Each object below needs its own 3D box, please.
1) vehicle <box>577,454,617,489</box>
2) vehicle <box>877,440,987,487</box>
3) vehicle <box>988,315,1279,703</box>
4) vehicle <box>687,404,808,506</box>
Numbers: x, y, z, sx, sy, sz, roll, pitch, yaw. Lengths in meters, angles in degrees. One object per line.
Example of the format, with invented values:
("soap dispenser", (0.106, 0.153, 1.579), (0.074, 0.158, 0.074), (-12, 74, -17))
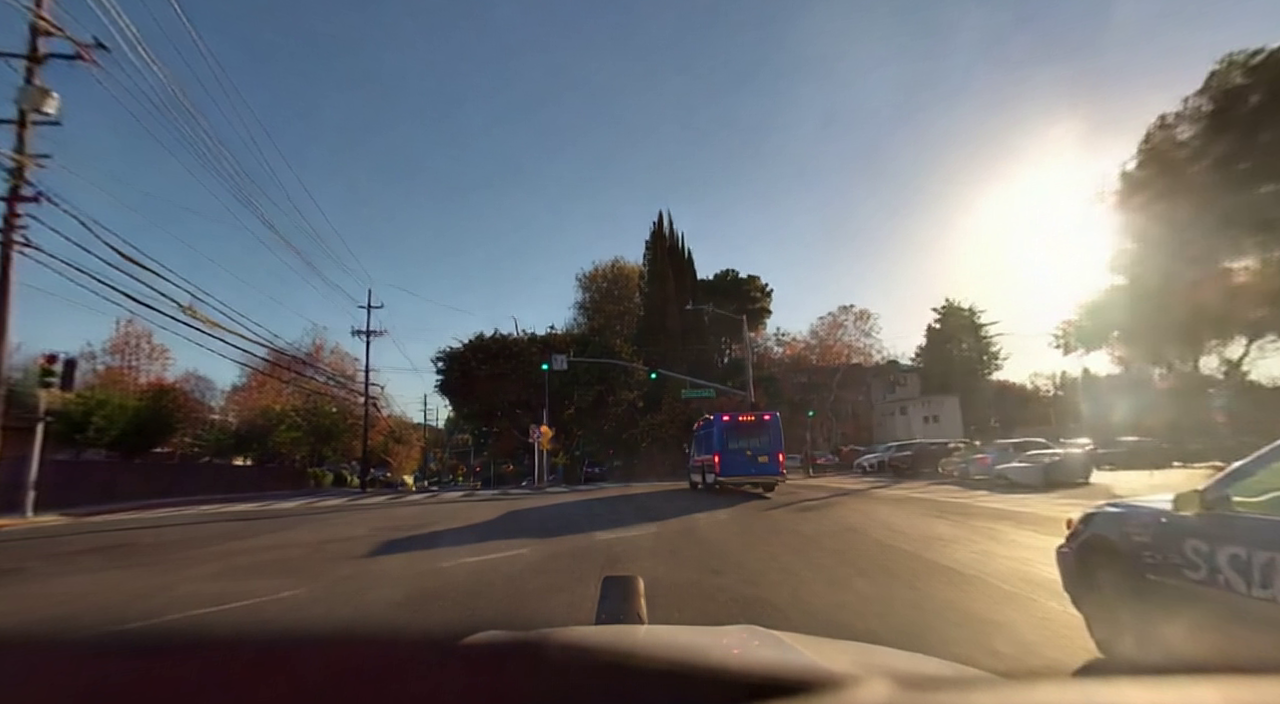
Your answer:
("vehicle", (-2.439, 6.586, 35.082), (2.114, 1.707, 3.725), (0, -8, -6))
("vehicle", (11.579, 4.322, 24.895), (4.897, 1.675, 2.032), (7, -11, -41))
("vehicle", (3.987, 0.788, 2.792), (2.194, 1.922, 4.822), (-1, -8, 1))
("vehicle", (3.069, 3.131, 19.586), (2.406, 2.687, 5.521), (0, -8, -4))
